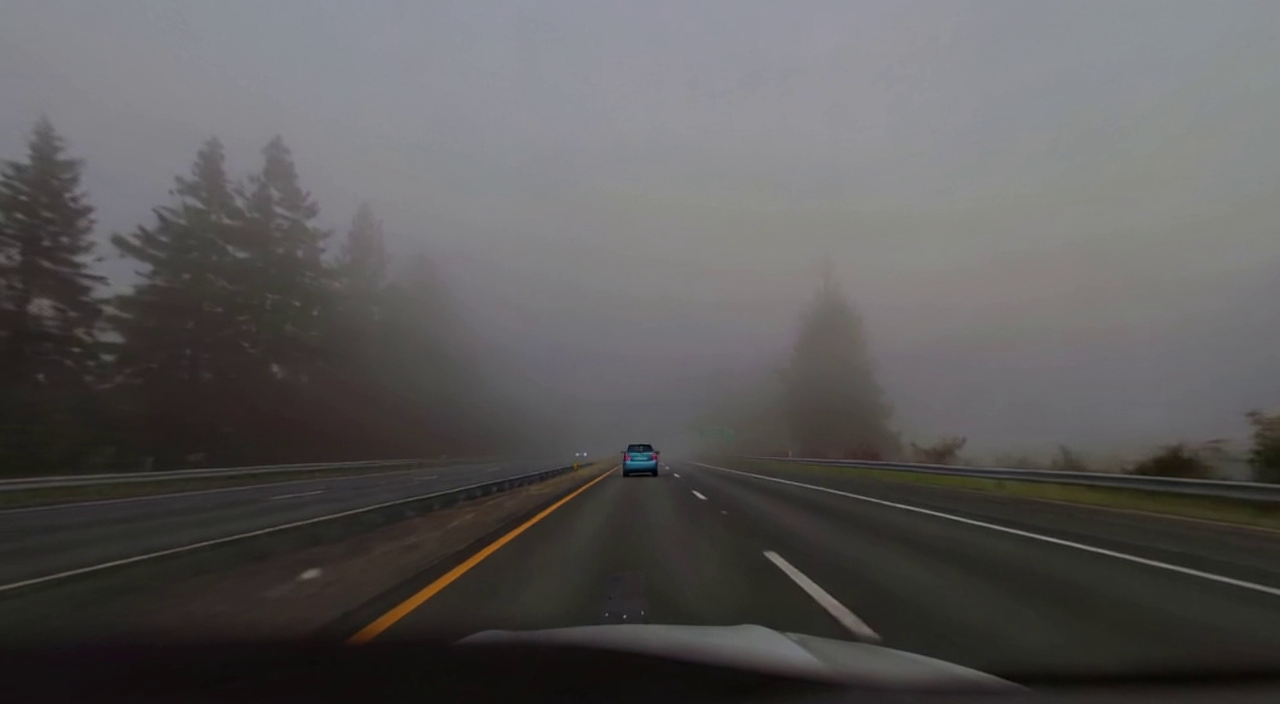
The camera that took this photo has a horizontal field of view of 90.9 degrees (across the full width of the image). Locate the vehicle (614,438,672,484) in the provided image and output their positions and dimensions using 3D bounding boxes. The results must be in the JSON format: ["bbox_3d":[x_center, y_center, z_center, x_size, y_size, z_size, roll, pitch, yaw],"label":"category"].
[{"bbox_3d":[0.139,4.498,26.119,2.190,1.706,4.062,-1,-9,1],"label":"vehicle"}]
